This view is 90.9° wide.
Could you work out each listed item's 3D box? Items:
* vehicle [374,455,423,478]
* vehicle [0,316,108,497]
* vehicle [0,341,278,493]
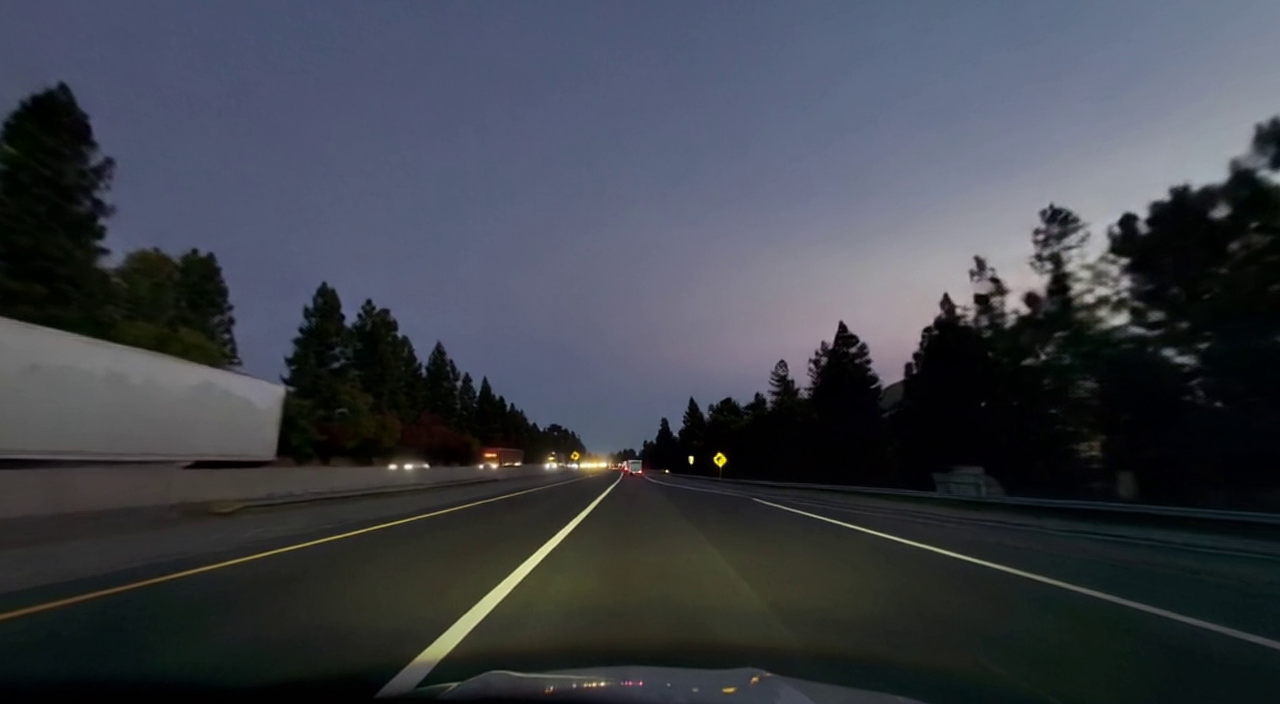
[{"bbox_3d":[-16.492,7.874,43.243,1.780,1.458,3.948,1,-10,0],"label":"vehicle"},{"bbox_3d":[-15.807,0.730,11.543,2.974,3.982,10.261,1,-10,0],"label":"vehicle"},{"bbox_3d":[-16.005,2.435,20.846,2.919,4.001,8.297,1,-10,0],"label":"vehicle"}]
